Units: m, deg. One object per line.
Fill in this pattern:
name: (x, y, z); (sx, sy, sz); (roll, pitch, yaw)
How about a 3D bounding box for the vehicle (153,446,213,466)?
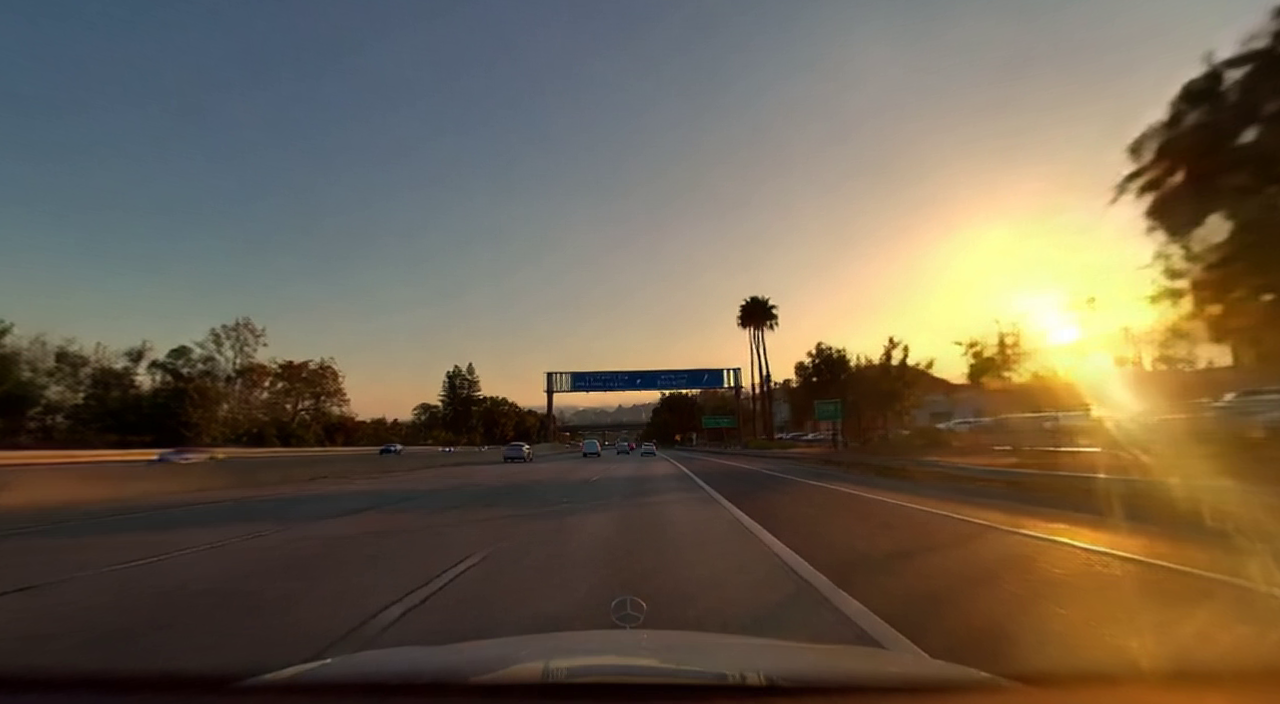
vehicle: (-35.473, 8.031, 49.014); (1.728, 1.407, 3.919); (-1, -8, 0)
